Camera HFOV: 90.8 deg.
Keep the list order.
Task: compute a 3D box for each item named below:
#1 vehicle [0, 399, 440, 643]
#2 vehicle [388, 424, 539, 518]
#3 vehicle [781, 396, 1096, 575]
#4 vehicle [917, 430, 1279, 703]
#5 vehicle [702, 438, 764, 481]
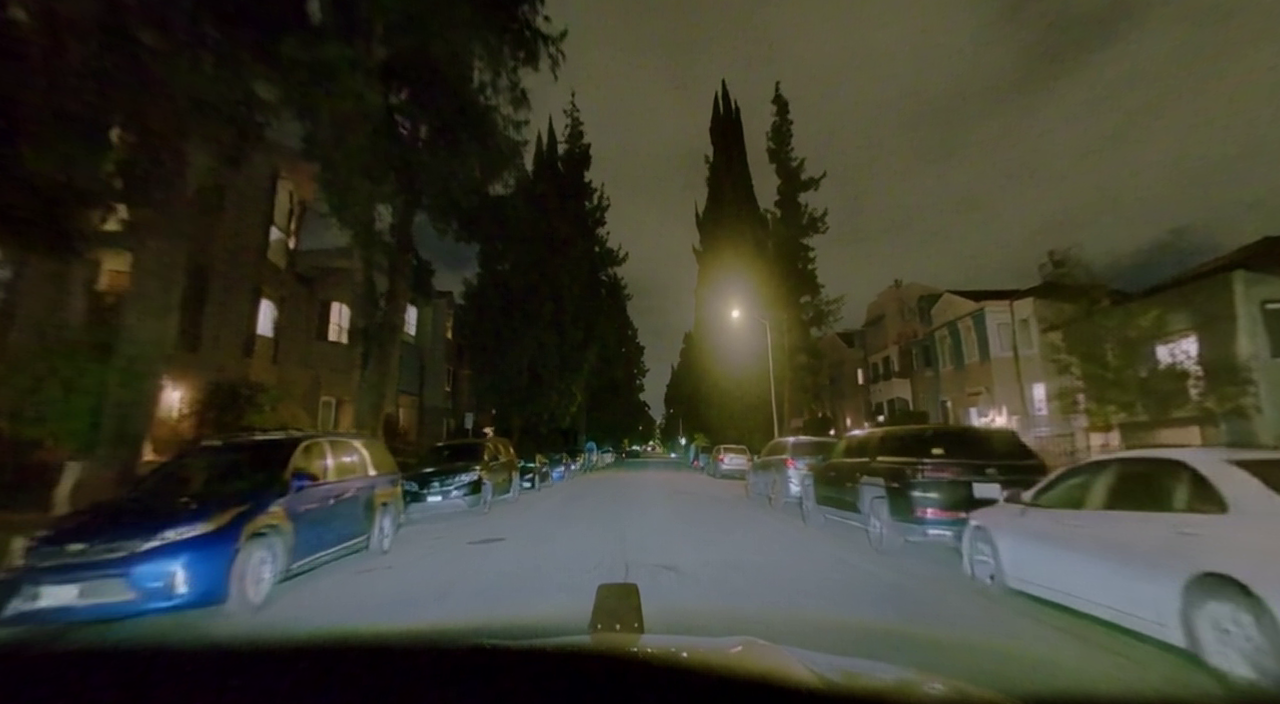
[{"bbox_3d":[-4.712,1.756,7.816,2.683,1.923,5.421,0,-9,0],"label":"vehicle"},{"bbox_3d":[-4.563,3.185,17.483,2.461,2.145,5.415,0,-9,1],"label":"vehicle"},{"bbox_3d":[3.897,1.880,9.708,1.995,1.944,5.400,1,-9,-3],"label":"vehicle"},{"bbox_3d":[3.940,1.324,4.474,1.808,1.437,4.337,1,-9,-3],"label":"vehicle"},{"bbox_3d":[4.434,5.206,30.861,2.306,1.901,4.908,0,-9,0],"label":"vehicle"}]
